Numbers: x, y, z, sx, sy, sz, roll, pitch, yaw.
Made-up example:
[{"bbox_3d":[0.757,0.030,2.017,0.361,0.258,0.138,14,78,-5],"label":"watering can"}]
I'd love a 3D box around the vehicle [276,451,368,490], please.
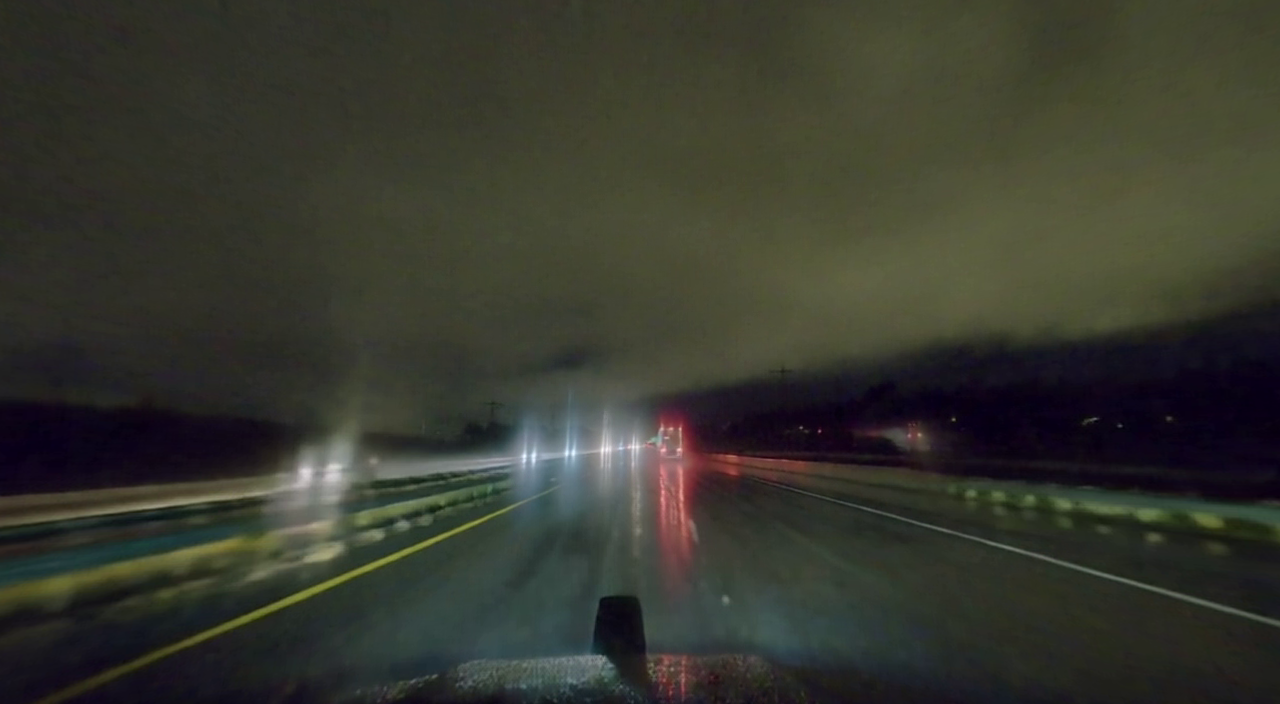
[{"bbox_3d":[-14.267,5.307,28.433,1.885,1.580,4.215,-1,-9,1],"label":"vehicle"}]
